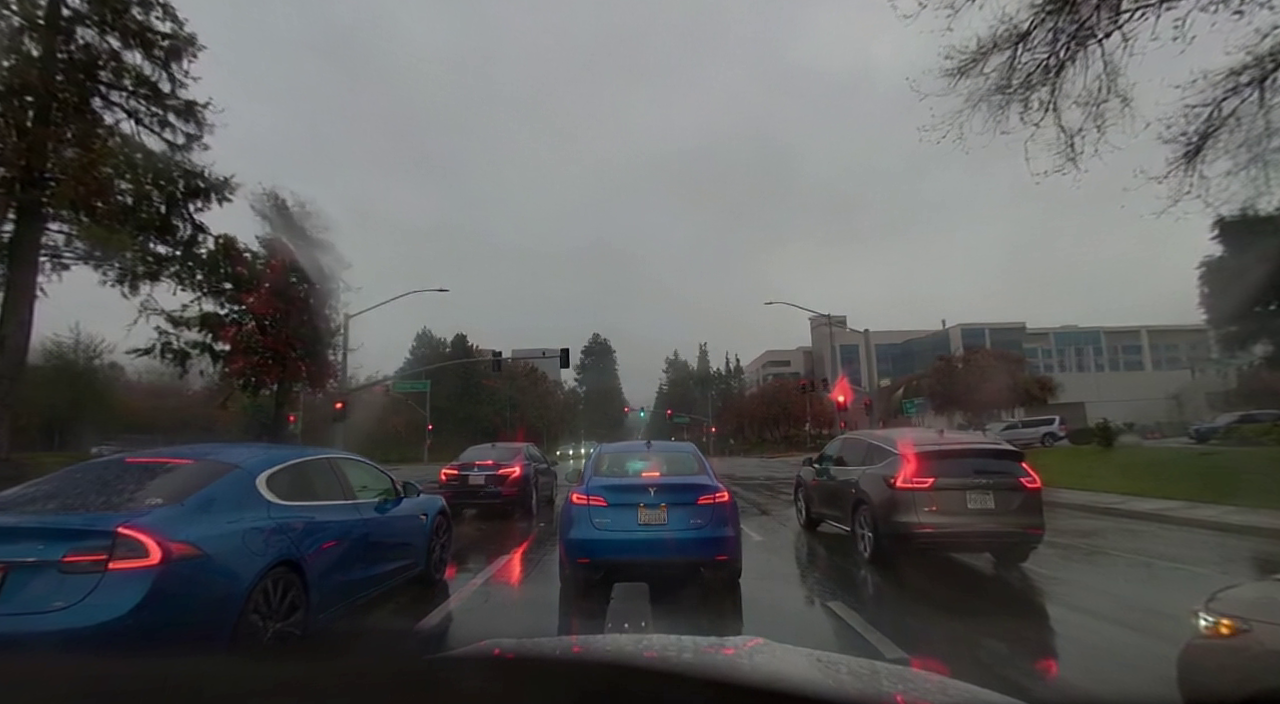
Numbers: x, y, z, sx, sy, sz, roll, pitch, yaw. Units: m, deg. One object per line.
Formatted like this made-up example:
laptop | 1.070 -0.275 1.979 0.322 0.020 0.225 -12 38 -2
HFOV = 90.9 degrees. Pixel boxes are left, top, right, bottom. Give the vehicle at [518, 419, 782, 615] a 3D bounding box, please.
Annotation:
vehicle | 0.040 1.661 7.307 2.144 1.563 4.218 0 -8 -1

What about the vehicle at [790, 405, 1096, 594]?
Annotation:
vehicle | 3.389 1.712 8.111 1.938 1.732 4.006 2 -9 0

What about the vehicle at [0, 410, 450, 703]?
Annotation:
vehicle | -3.083 1.292 4.560 2.015 1.478 4.407 0 -8 0

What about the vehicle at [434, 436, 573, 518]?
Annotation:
vehicle | -2.832 2.701 14.136 2.089 1.537 4.073 -1 -9 2

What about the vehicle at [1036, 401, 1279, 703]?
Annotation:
vehicle | 3.304 0.798 1.312 1.951 1.522 4.614 0 -8 0
